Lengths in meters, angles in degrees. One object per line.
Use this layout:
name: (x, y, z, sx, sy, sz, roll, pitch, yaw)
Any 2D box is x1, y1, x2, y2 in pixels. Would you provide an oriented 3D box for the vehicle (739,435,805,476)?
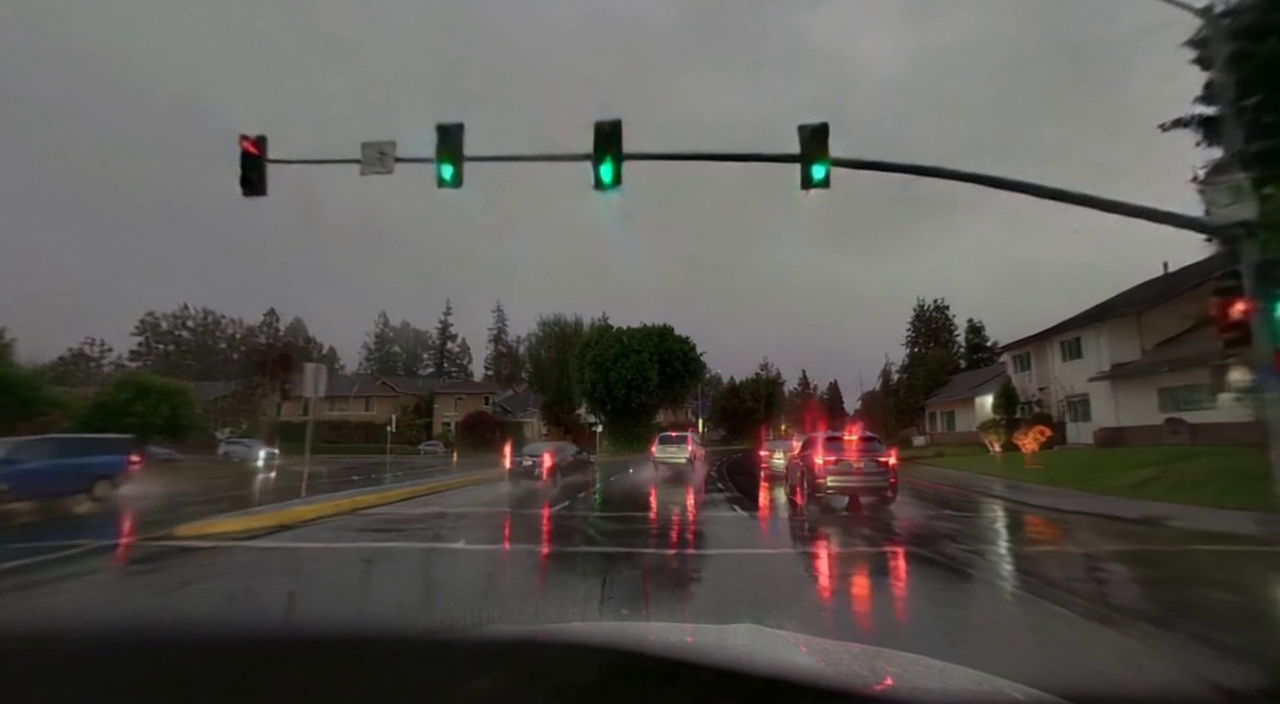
vehicle: (5.227, 4.162, 25.546, 2.117, 1.472, 4.158, -1, -9, 5)

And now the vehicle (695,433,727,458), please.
vehicle: (5.032, 6.610, 44.467, 1.798, 1.660, 3.946, -2, -9, 12)

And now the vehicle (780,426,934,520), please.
vehicle: (4.007, 2.286, 12.301, 1.859, 1.540, 3.454, -1, -9, 2)

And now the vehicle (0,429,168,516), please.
vehicle: (-12.336, 2.359, 12.616, 2.009, 1.527, 4.534, -1, -9, 5)

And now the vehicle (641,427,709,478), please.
vehicle: (1.456, 3.825, 24.142, 2.250, 1.768, 4.574, -1, -9, 7)

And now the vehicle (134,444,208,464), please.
vehicle: (-36.490, 7.920, 49.110, 4.194, 1.493, 1.992, -1, -9, 4)

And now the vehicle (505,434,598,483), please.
vehicle: (-2.804, 3.531, 21.163, 2.006, 1.464, 4.586, -1, -9, 6)
